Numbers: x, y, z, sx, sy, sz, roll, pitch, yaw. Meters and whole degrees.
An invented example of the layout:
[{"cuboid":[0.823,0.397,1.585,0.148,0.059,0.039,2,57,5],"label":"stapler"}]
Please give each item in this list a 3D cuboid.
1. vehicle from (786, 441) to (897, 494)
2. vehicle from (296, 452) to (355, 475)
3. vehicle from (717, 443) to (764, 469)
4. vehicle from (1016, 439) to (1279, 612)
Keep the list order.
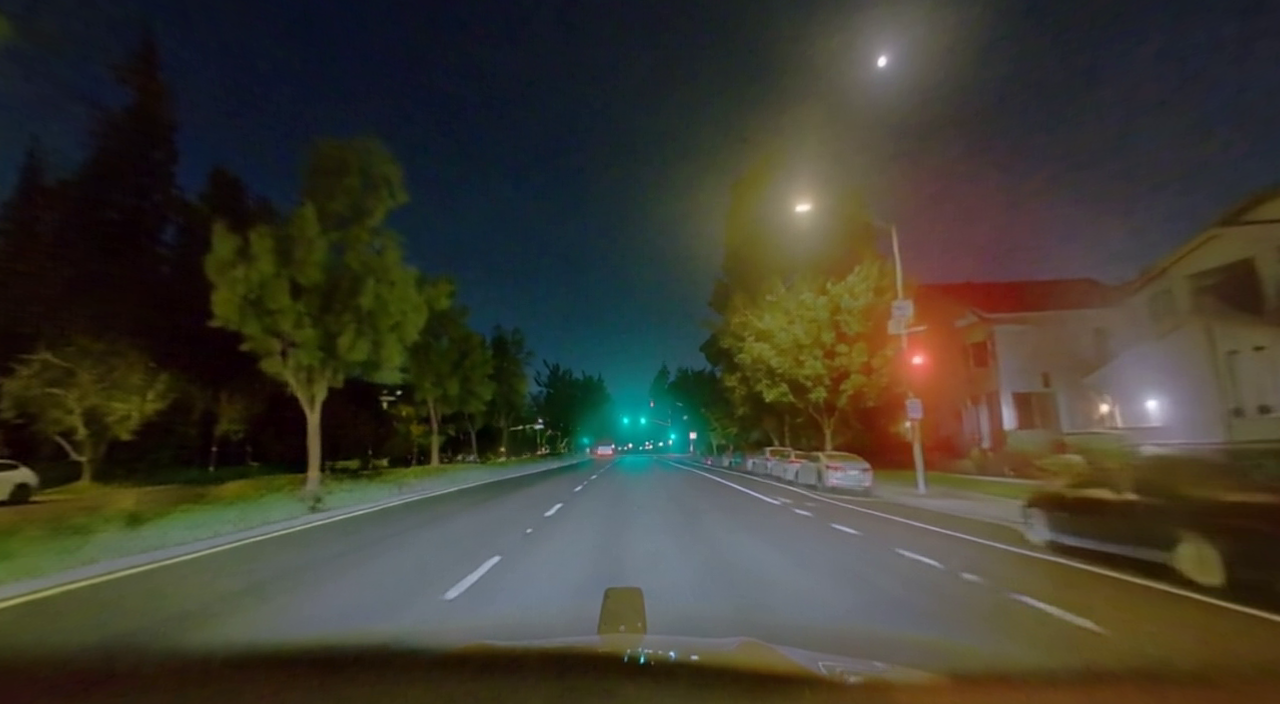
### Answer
[{"cuboid":[6.338,3.684,20.423,1.922,1.494,4.772,0,-9,-2],"label":"vehicle"},{"cuboid":[-22.221,7.848,44.594,1.902,1.478,4.755,0,-9,-2],"label":"vehicle"},{"cuboid":[6.158,6.442,39.011,1.945,1.481,4.421,0,-9,-3],"label":"vehicle"},{"cuboid":[6.325,1.676,6.689,1.845,1.446,4.367,0,-9,-1],"label":"vehicle"}]
